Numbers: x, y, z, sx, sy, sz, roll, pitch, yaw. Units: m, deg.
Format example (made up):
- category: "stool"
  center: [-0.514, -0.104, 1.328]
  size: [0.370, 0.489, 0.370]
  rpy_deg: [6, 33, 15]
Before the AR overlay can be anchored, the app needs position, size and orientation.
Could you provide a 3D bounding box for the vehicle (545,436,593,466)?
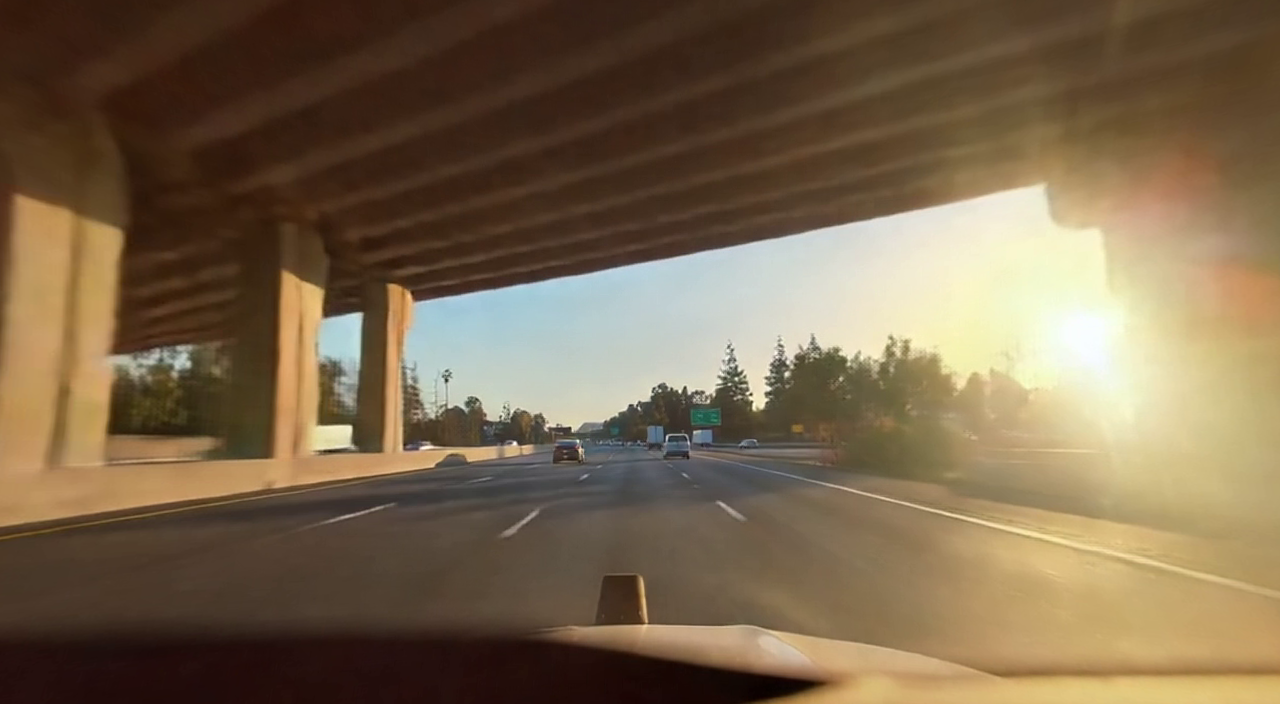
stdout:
- category: "vehicle"
  center: [-3.693, 5.254, 33.528]
  size: [2.066, 1.500, 4.415]
  rpy_deg: [0, -8, 0]
